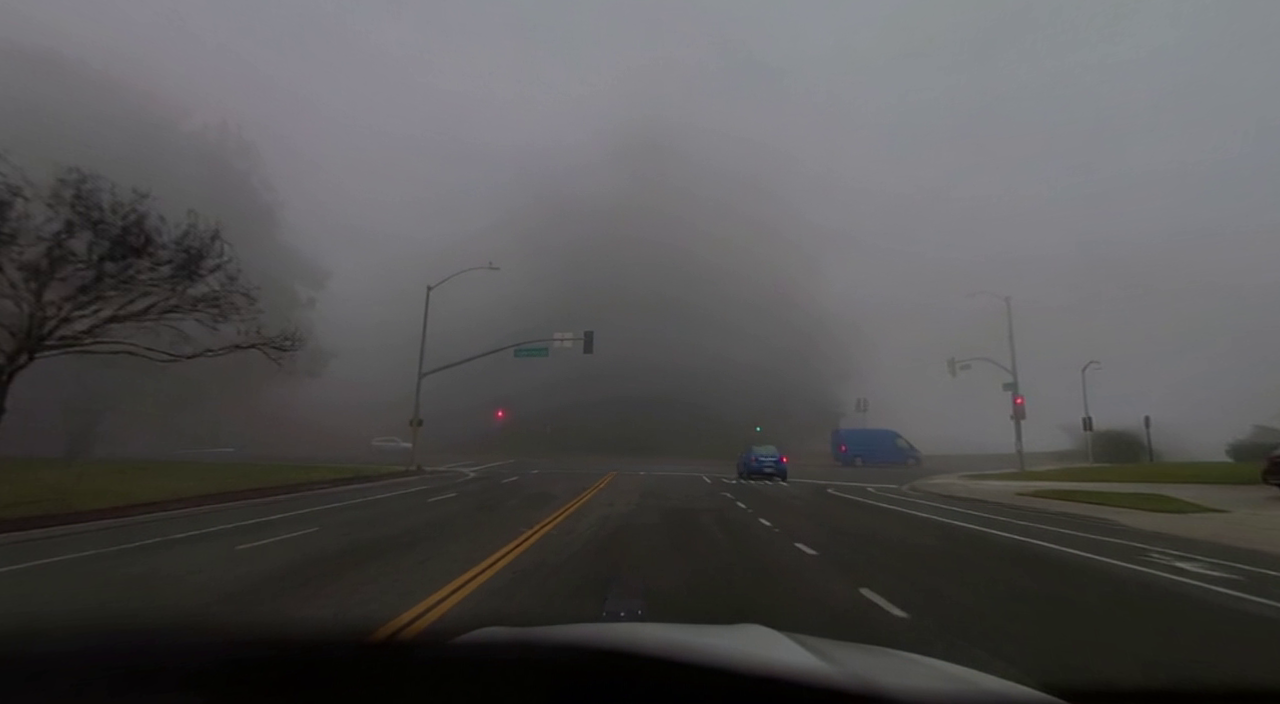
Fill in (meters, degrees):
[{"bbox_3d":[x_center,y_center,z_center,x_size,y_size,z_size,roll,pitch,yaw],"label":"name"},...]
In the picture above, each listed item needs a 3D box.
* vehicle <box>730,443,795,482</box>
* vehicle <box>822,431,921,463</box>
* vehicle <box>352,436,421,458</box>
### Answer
[{"bbox_3d":[5.003,4.579,26.444,1.947,1.485,4.336,0,-9,1],"label":"vehicle"},{"bbox_3d":[15.542,6.423,42.724,5.869,2.098,2.206,-1,-9,4],"label":"vehicle"},{"bbox_3d":[-18.107,6.830,45.203,4.081,1.522,1.863,-1,-9,5],"label":"vehicle"}]
